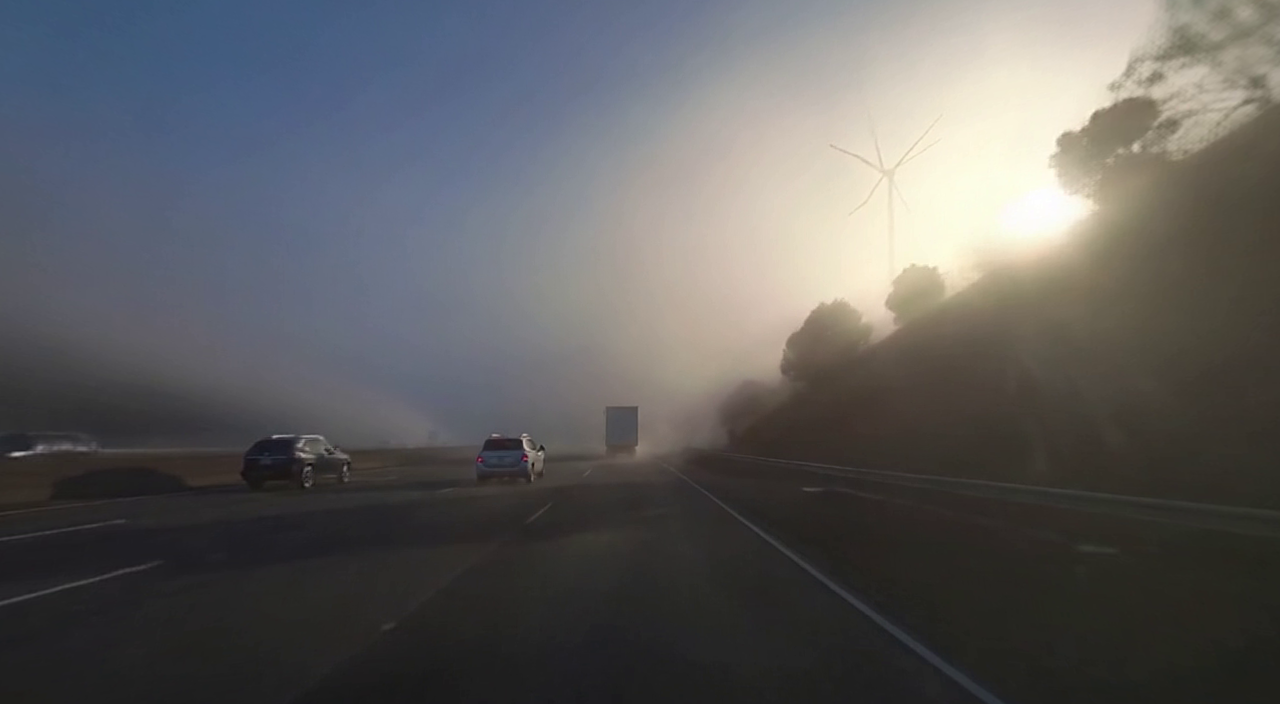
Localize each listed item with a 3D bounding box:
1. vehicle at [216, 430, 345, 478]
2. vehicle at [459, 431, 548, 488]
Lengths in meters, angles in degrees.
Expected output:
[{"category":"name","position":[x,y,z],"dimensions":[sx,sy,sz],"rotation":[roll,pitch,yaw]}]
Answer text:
[{"category":"vehicle","position":[-15.114,4.312,26.923],"dimensions":[2.285,1.835,5.672],"rotation":[0,-8,-1]},{"category":"vehicle","position":[-4.352,3.479,20.657],"dimensions":[2.109,1.684,3.783],"rotation":[0,-8,-1]}]
